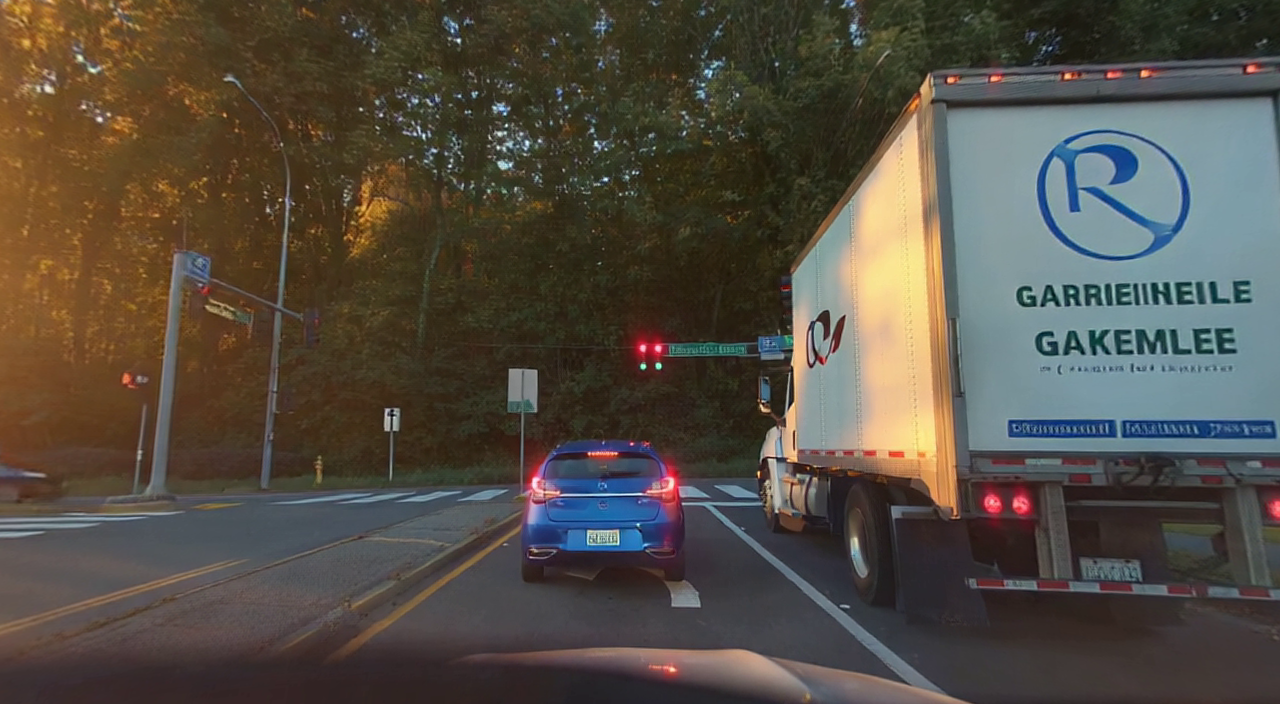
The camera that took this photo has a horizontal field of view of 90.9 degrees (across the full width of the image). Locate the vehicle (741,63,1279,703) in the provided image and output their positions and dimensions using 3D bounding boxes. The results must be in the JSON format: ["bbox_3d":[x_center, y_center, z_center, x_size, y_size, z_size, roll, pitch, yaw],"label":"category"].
[{"bbox_3d":[3.506,0.832,8.404,2.884,3.753,9.763,0,-9,1],"label":"vehicle"}]

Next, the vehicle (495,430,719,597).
[{"bbox_3d":[-0.330,1.709,7.424,1.975,1.457,3.526,0,-9,-1],"label":"vehicle"}]
